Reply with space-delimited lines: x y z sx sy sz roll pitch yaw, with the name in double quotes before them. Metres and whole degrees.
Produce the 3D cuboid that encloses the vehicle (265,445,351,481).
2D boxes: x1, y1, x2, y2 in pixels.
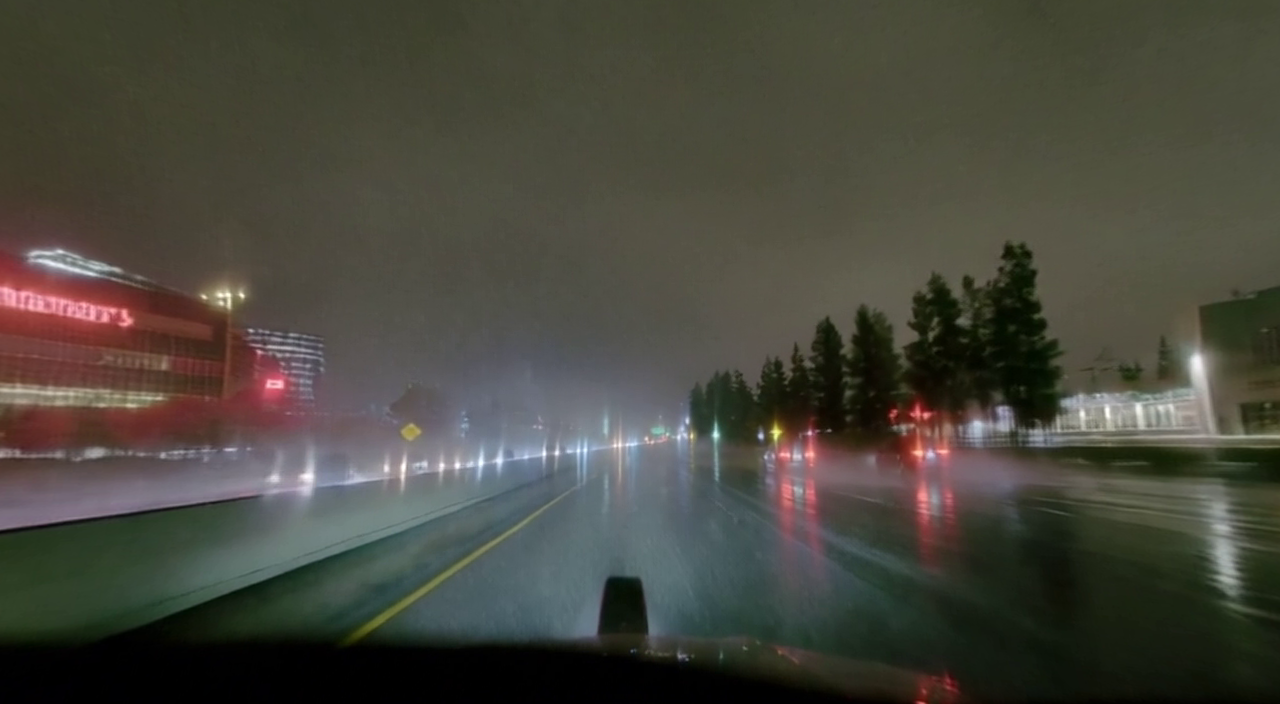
"vehicle" -19.106 6.377 36.662 2.278 1.932 5.143 0 -8 -1
